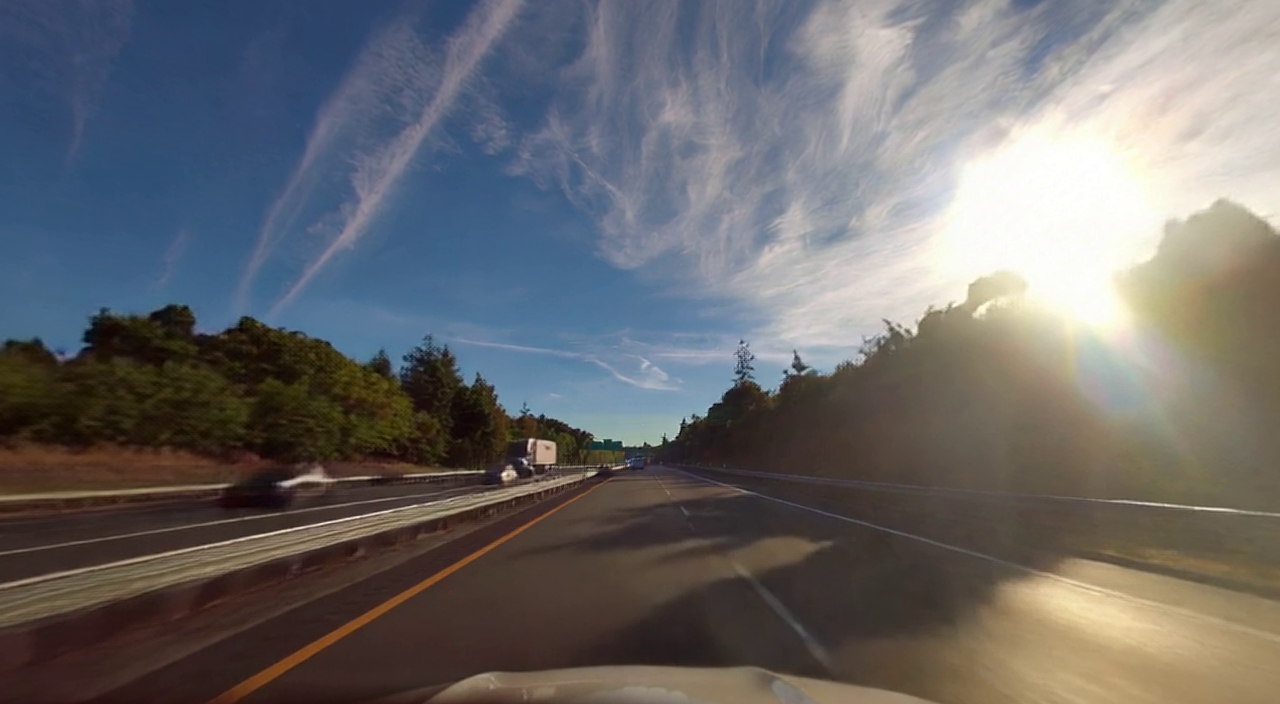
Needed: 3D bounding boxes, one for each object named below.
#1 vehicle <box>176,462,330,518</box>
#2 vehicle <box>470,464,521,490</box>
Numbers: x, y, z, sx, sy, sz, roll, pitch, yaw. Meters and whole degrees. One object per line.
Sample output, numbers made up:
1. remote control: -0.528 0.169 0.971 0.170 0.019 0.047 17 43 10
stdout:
1. vehicle: -11.755 4.204 19.591 1.881 1.504 4.462 1 -10 1
2. vehicle: -8.888 7.736 39.191 1.921 1.479 4.747 1 -10 1
